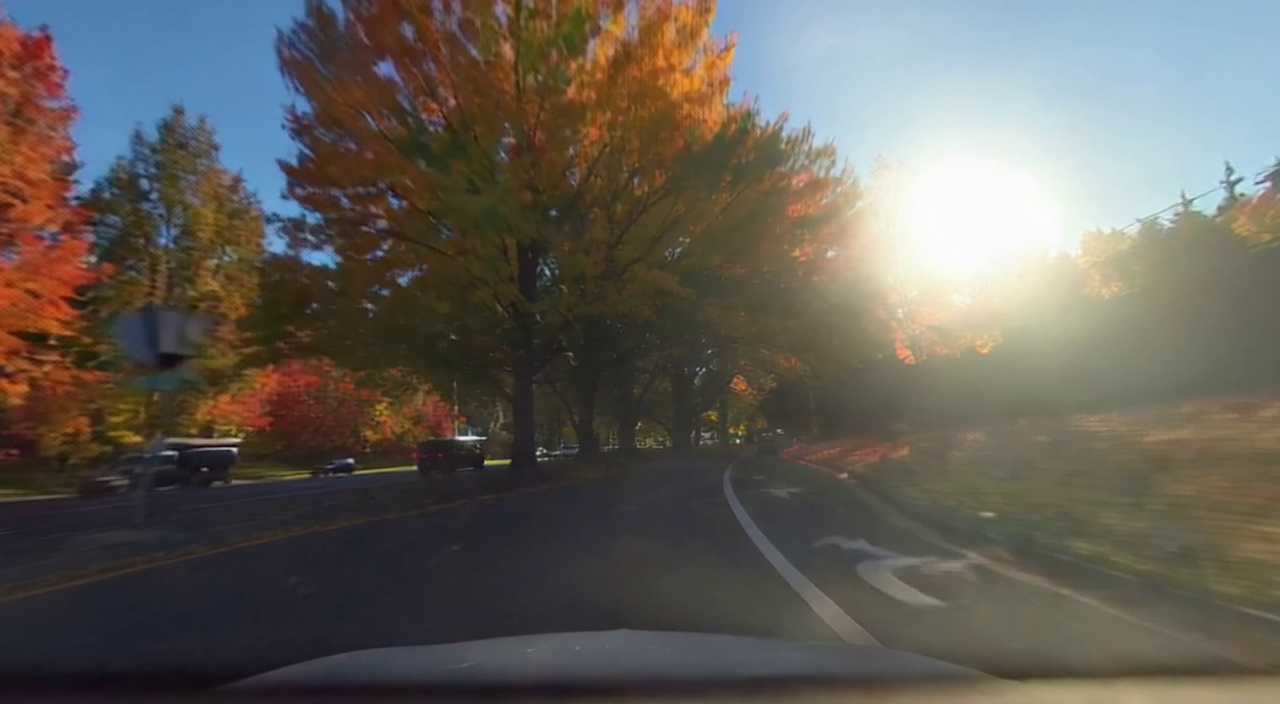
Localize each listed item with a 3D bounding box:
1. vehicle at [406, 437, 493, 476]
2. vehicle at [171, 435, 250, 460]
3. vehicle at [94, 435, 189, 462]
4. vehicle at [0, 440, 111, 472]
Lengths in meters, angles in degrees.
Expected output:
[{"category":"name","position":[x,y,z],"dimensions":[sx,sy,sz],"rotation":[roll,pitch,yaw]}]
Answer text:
[{"category":"vehicle","position":[-10.815,5.978,36.239],"dimensions":[2.368,2.012,5.021],"rotation":[-2,-9,15]},{"category":"vehicle","position":[-33.865,7.552,49.848],"dimensions":[1.995,1.819,4.955],"rotation":[-2,-9,15]},{"category":"vehicle","position":[-35.407,6.876,44.914],"dimensions":[1.938,1.773,4.945],"rotation":[-2,-9,15]},{"category":"vehicle","position":[-36.721,6.575,39.582],"dimensions":[2.002,1.807,4.962],"rotation":[-4,-10,14]}]
